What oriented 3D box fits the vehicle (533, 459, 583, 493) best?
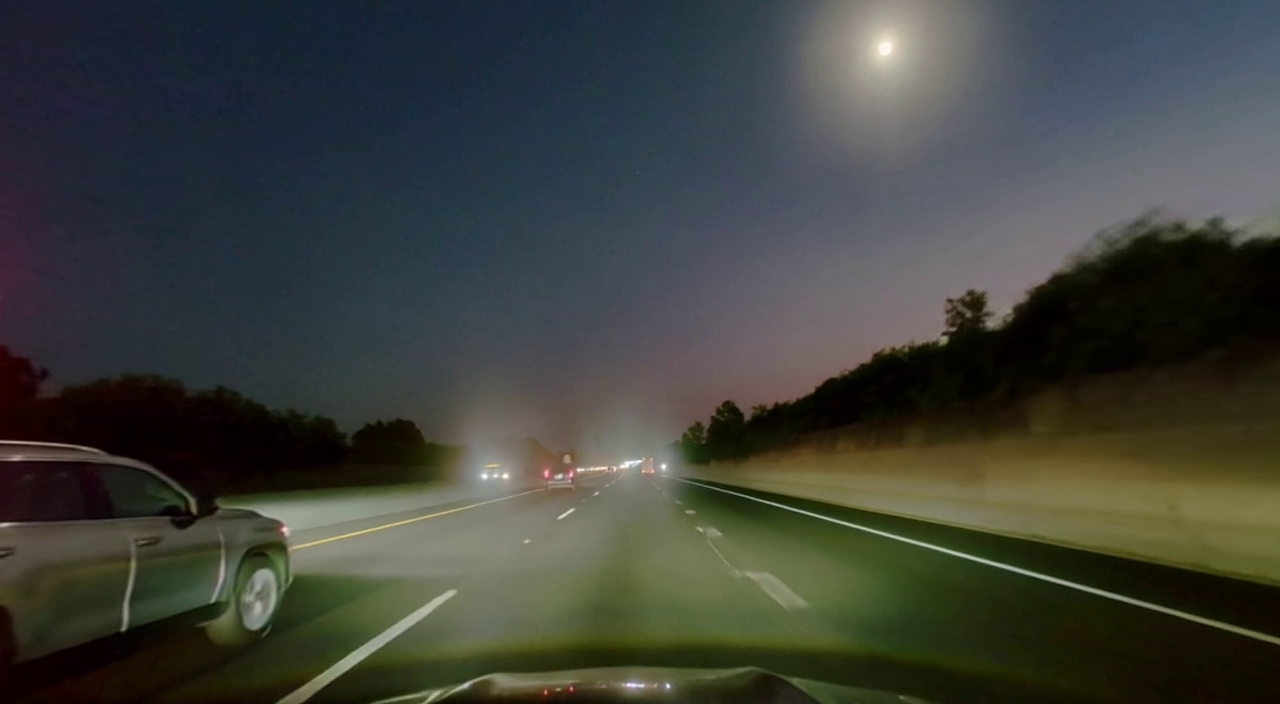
[{"bbox_3d":[-4.595,7.050,36.015,2.178,1.736,4.847,1,-10,0],"label":"vehicle"}]
